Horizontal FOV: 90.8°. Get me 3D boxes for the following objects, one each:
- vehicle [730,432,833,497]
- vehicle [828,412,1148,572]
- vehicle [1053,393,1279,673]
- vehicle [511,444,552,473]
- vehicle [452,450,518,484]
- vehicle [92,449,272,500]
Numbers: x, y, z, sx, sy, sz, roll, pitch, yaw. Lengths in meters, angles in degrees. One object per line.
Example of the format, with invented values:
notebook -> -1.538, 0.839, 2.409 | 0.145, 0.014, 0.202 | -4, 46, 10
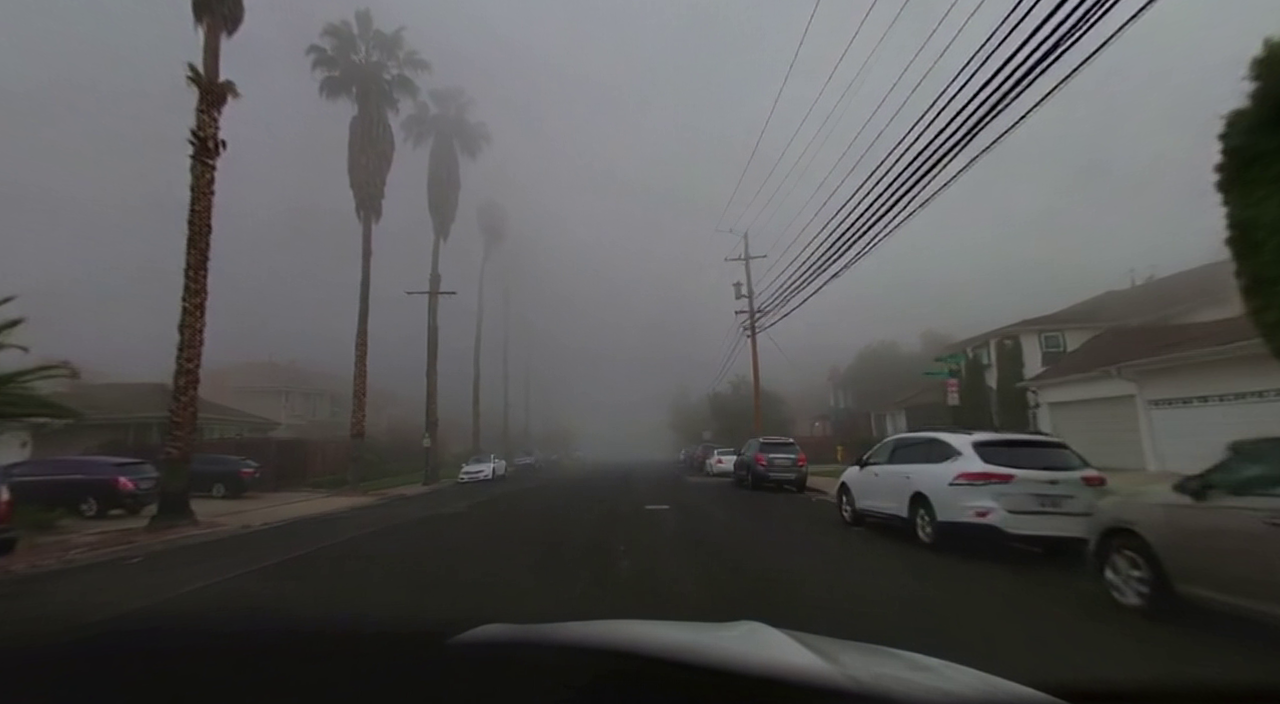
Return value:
vehicle -> 4.418, 3.605, 20.656 | 2.115, 1.826, 4.871 | 0, -8, -2
vehicle -> 4.611, 1.909, 9.452 | 1.922, 1.761, 4.633 | 1, -8, -3
vehicle -> 4.809, 1.084, 3.723 | 1.894, 1.675, 4.294 | 0, -8, 1
vehicle -> -7.870, 7.756, 46.210 | 2.077, 1.888, 4.551 | -1, -8, 2
vehicle -> -7.528, 5.606, 31.187 | 2.013, 1.483, 4.645 | 0, -8, 1
vehicle -> -14.499, 3.888, 20.194 | 4.305, 1.505, 1.793 | 0, -8, -1
